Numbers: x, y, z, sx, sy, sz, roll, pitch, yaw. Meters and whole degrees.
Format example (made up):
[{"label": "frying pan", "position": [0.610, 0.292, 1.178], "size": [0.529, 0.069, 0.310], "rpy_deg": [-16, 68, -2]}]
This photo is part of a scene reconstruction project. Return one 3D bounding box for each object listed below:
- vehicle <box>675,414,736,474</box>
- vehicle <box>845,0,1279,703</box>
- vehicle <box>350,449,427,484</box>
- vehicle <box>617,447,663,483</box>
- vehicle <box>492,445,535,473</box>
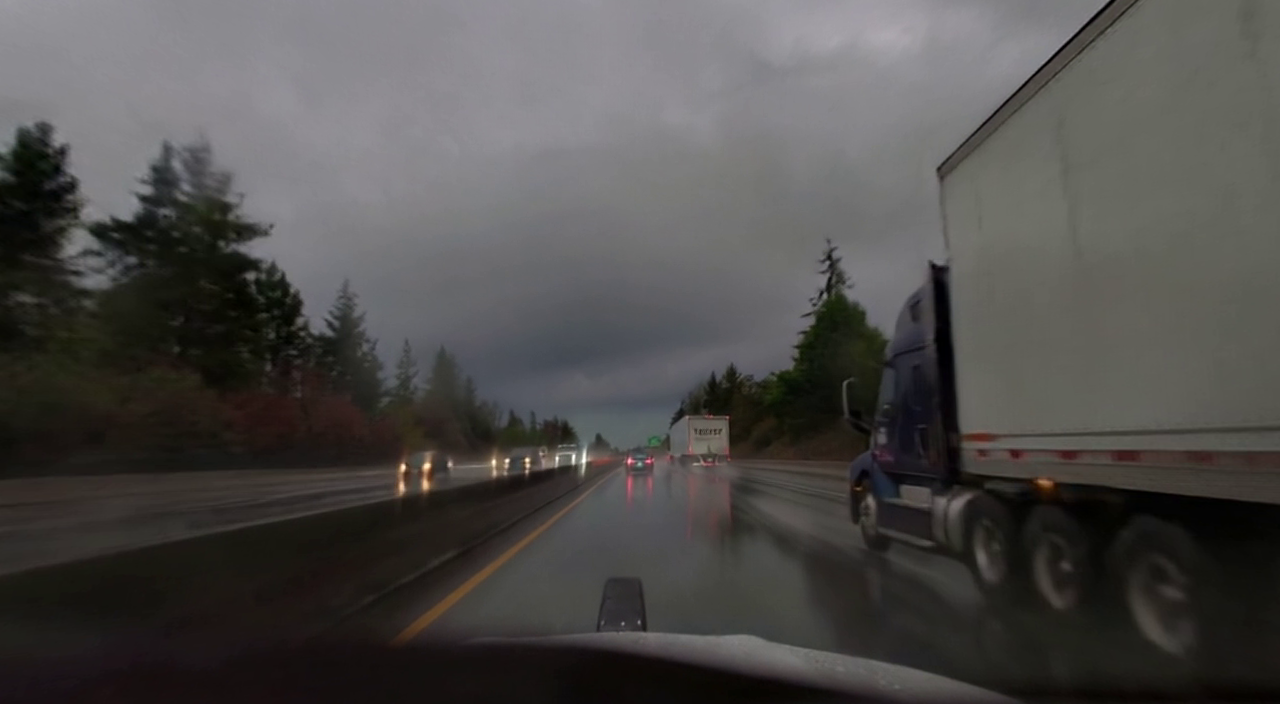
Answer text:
[{"label": "vehicle", "position": [4.435, 6.707, 45.598], "size": [2.885, 3.679, 12.102], "rpy_deg": [0, -9, -1]}, {"label": "vehicle", "position": [4.512, 0.269, 5.890], "size": [3.041, 3.923, 6.030], "rpy_deg": [0, -9, 0]}, {"label": "vehicle", "position": [-12.378, 5.632, 31.378], "size": [1.922, 1.586, 4.633], "rpy_deg": [0, -9, 0]}, {"label": "vehicle", "position": [0.021, 5.018, 28.287], "size": [1.939, 1.495, 3.612], "rpy_deg": [0, -9, 0]}, {"label": "vehicle", "position": [-8.202, 6.990, 41.192], "size": [2.028, 1.702, 3.667], "rpy_deg": [0, -9, 1]}]
